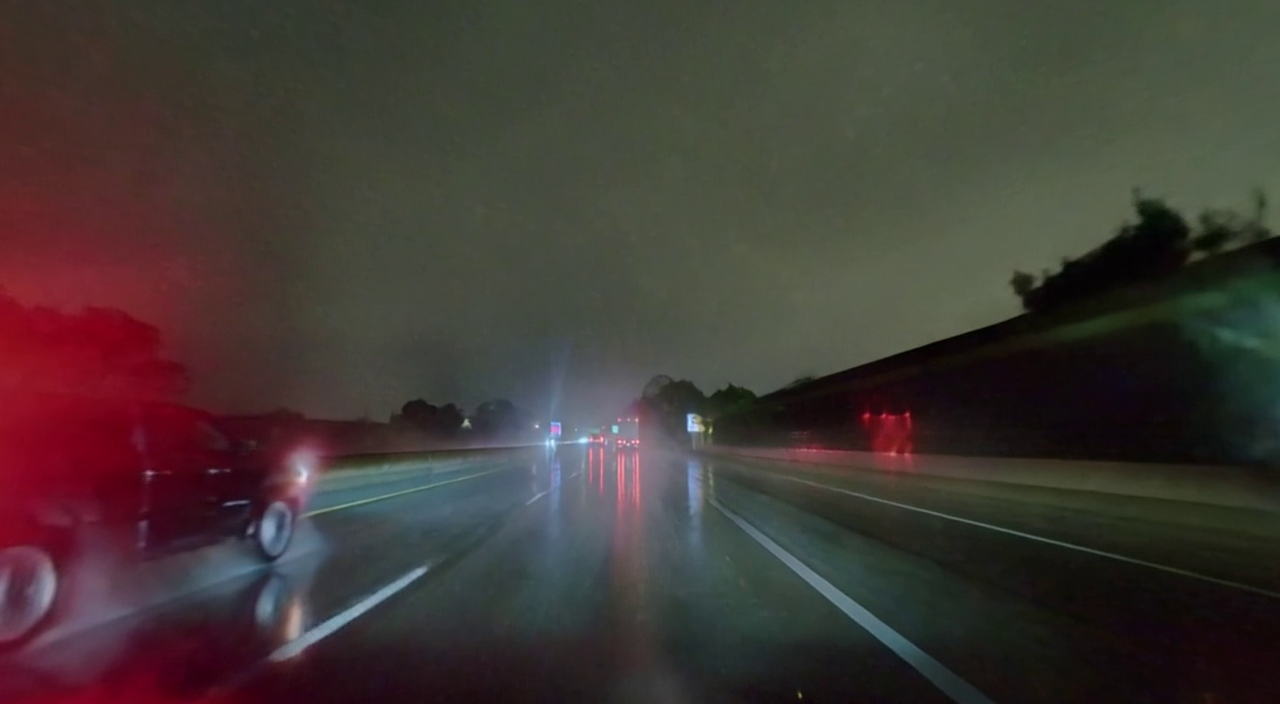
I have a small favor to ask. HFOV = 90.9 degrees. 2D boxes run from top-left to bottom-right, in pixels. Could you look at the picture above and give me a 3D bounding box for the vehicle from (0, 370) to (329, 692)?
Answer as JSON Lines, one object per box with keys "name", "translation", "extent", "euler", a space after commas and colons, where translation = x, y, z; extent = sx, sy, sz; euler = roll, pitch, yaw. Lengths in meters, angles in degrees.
{"name": "vehicle", "translation": [-4.397, 1.076, 4.384], "extent": [2.123, 1.655, 4.688], "euler": [0, -8, -1]}
